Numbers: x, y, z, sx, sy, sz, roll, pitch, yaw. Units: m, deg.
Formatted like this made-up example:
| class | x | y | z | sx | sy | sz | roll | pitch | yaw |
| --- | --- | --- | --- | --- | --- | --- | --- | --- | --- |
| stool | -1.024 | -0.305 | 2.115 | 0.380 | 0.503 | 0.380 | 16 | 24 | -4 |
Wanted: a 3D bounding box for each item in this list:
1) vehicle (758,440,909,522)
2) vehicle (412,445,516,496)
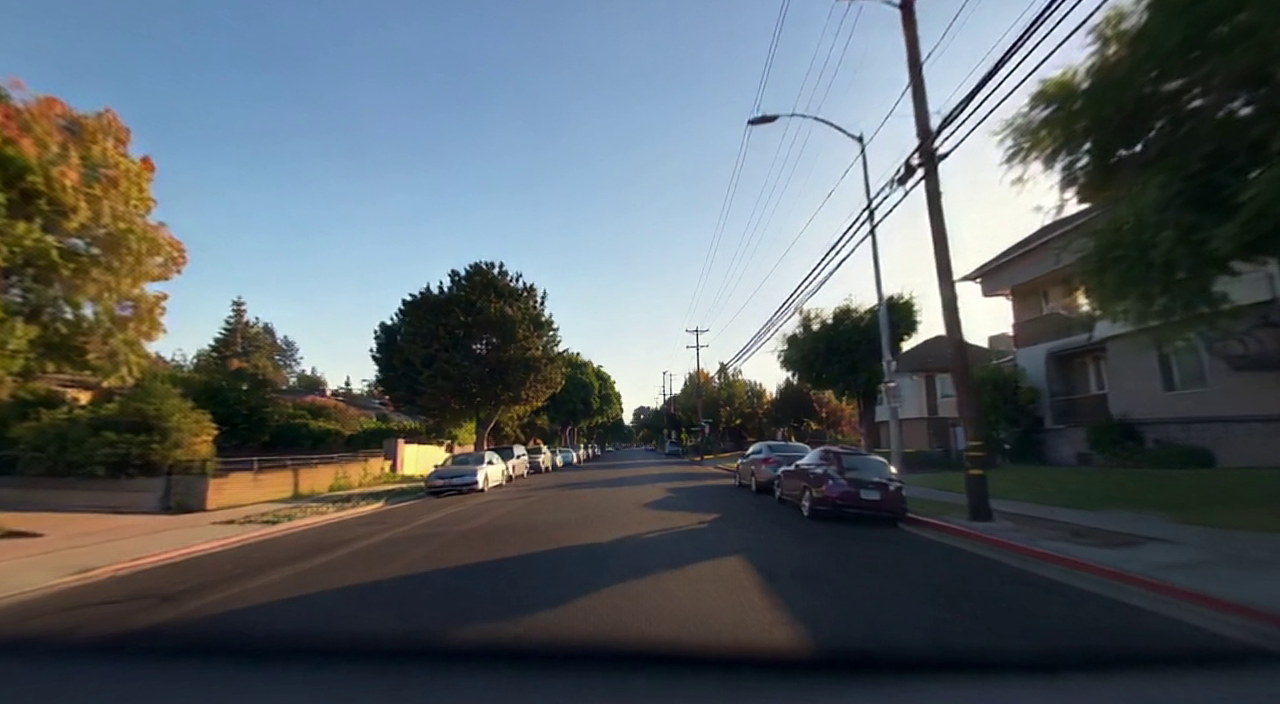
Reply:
| class | x | y | z | sx | sy | sz | roll | pitch | yaw |
| --- | --- | --- | --- | --- | --- | --- | --- | --- | --- |
| vehicle | 3.853 | 2.621 | 13.369 | 1.851 | 1.438 | 4.177 | 0 | -9 | 0 |
| vehicle | -5.977 | 4.067 | 22.152 | 2.231 | 1.492 | 4.727 | 0 | -8 | 1 |
